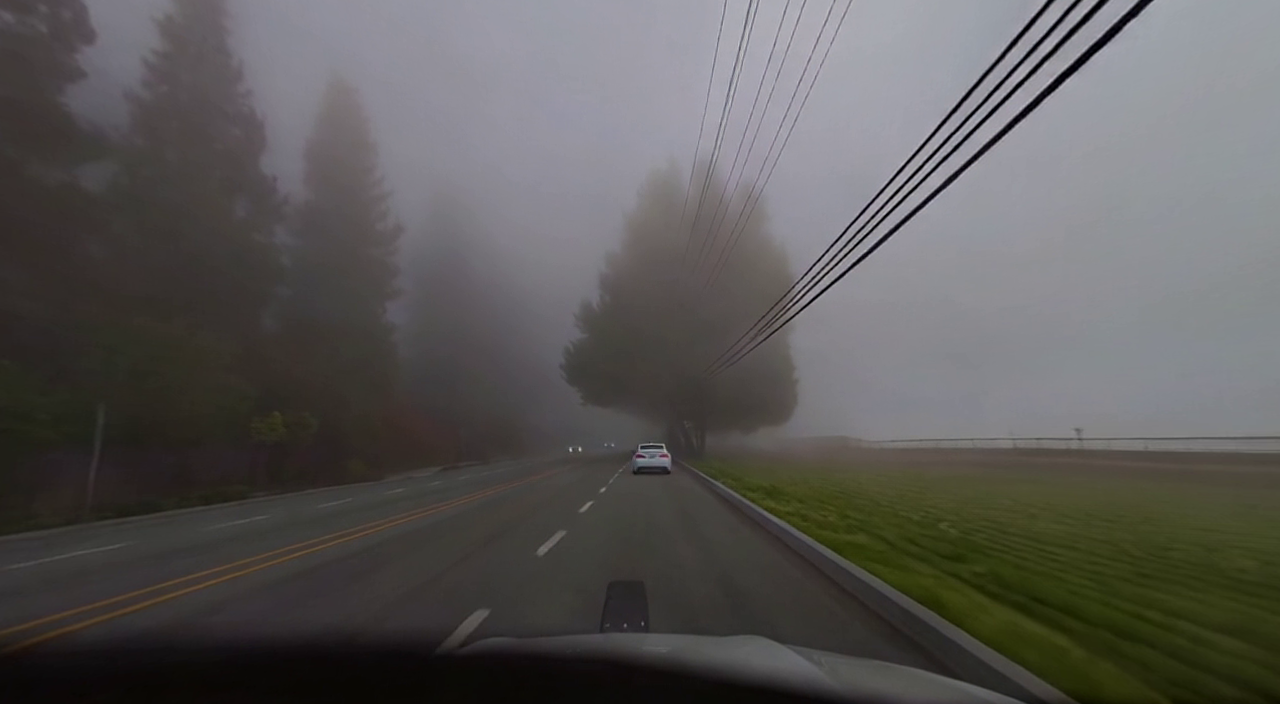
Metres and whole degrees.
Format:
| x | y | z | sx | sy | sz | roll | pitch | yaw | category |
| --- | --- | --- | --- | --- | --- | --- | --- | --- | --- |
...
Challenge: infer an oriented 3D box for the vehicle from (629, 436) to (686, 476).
| x | y | z | sx | sy | sz | roll | pitch | yaw | category |
| --- | --- | --- | --- | --- | --- | --- | --- | --- | --- |
| 0.691 | 4.239 | 25.860 | 2.153 | 1.461 | 4.374 | 0 | -8 | 1 | vehicle |
